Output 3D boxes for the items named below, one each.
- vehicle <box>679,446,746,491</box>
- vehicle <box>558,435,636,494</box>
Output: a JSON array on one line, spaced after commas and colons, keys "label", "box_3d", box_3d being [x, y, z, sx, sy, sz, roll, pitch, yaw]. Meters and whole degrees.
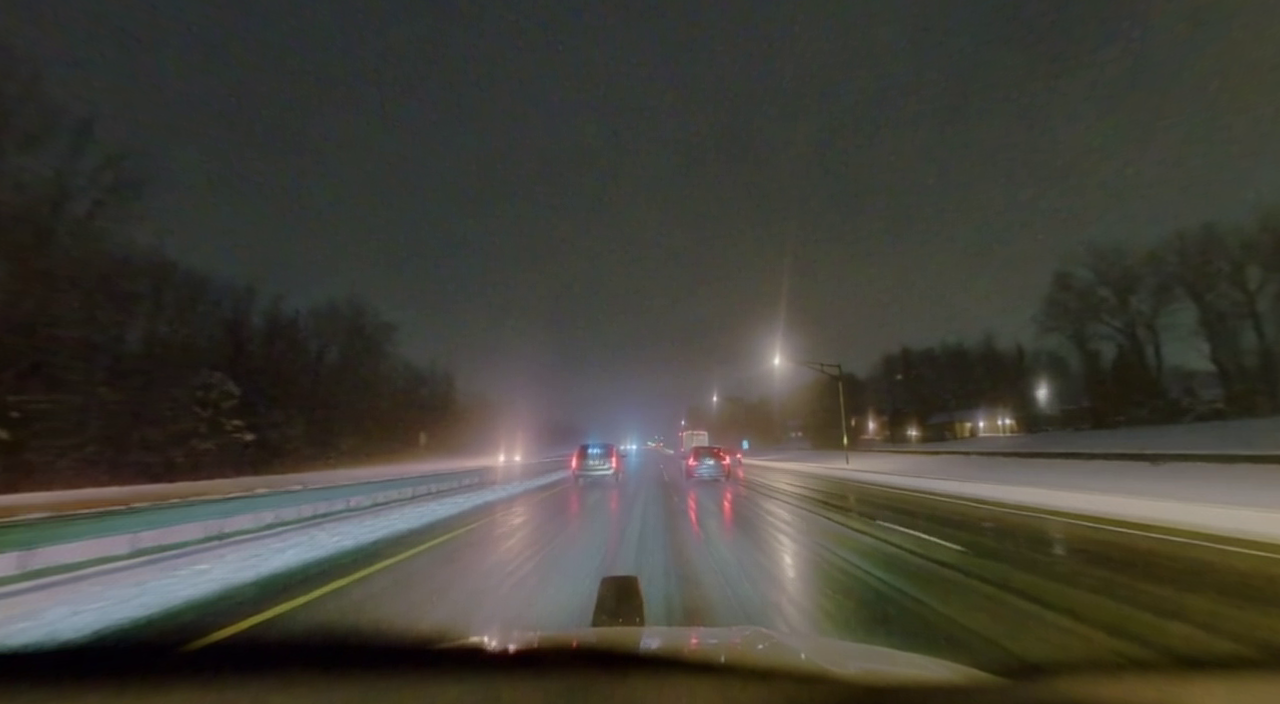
[{"label": "vehicle", "box_3d": [2.536, 4.195, 23.007, 2.004, 1.471, 4.032, 1, -9, 1]}, {"label": "vehicle", "box_3d": [-1.292, 3.663, 20.821, 2.142, 1.724, 4.344, 0, -9, 1]}]
